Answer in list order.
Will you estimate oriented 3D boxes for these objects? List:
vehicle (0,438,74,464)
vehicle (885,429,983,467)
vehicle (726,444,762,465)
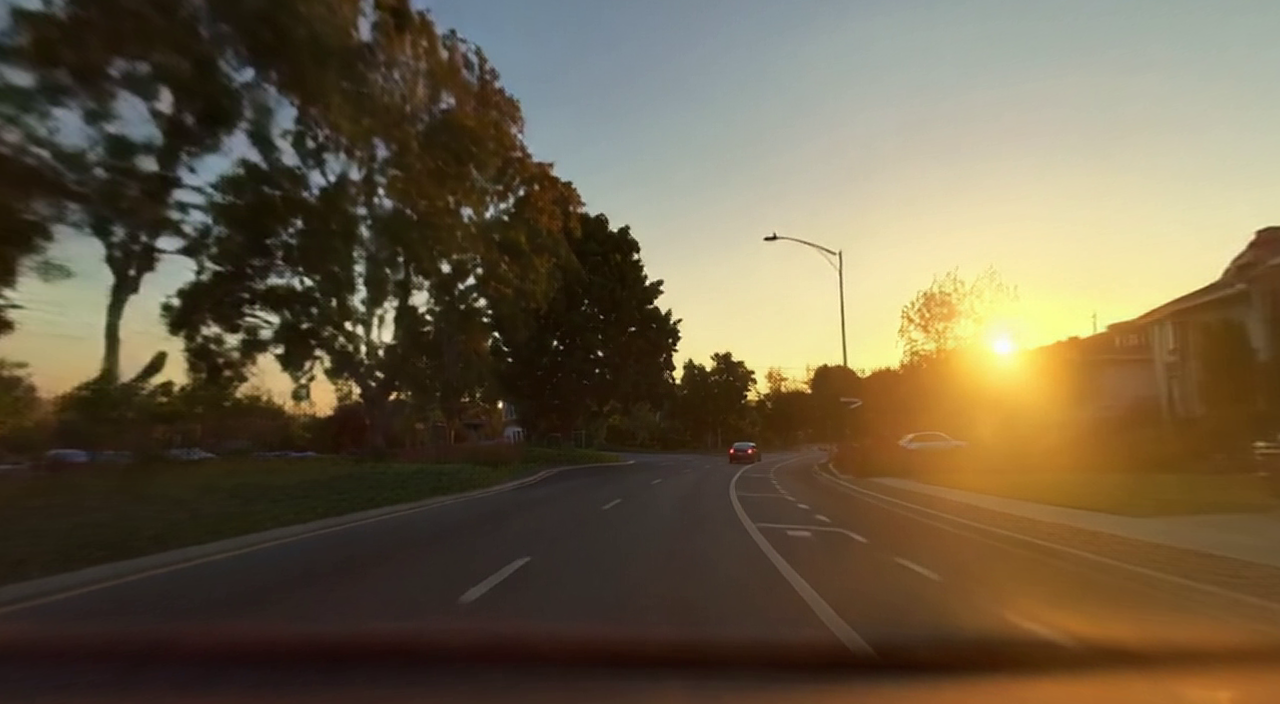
[{"bbox_3d":[-43.319,6.979,44.479,4.804,1.726,2.274,-1,-8,7],"label":"vehicle"},{"bbox_3d":[16.907,5.552,36.544,4.672,2.044,2.248,-3,-7,14],"label":"vehicle"},{"bbox_3d":[7.608,7.429,45.859,2.050,1.456,4.003,-2,-9,16],"label":"vehicle"}]
